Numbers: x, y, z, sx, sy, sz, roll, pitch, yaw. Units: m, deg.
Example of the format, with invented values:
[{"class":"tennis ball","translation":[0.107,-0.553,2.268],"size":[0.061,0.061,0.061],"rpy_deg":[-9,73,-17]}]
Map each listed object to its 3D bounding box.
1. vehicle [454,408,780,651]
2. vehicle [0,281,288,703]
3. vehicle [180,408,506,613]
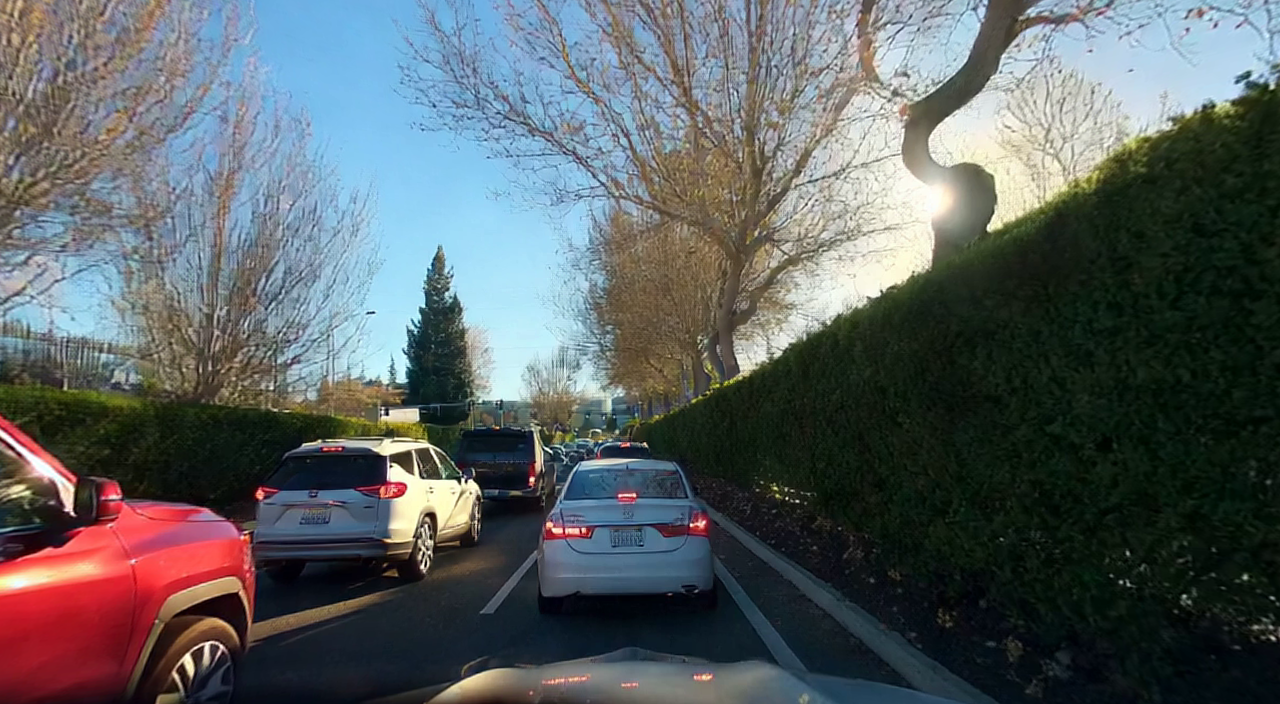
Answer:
[{"class":"vehicle","translation":[-0.169,1.493,6.234],"size":[2.154,1.581,4.007],"rpy_deg":[0,-9,0]},{"class":"vehicle","translation":[-3.280,0.674,1.266],"size":[2.205,1.913,5.327],"rpy_deg":[-6,-8,-2]},{"class":"vehicle","translation":[-3.392,1.851,8.310],"size":[2.256,1.728,4.421],"rpy_deg":[-6,-8,-2]}]
